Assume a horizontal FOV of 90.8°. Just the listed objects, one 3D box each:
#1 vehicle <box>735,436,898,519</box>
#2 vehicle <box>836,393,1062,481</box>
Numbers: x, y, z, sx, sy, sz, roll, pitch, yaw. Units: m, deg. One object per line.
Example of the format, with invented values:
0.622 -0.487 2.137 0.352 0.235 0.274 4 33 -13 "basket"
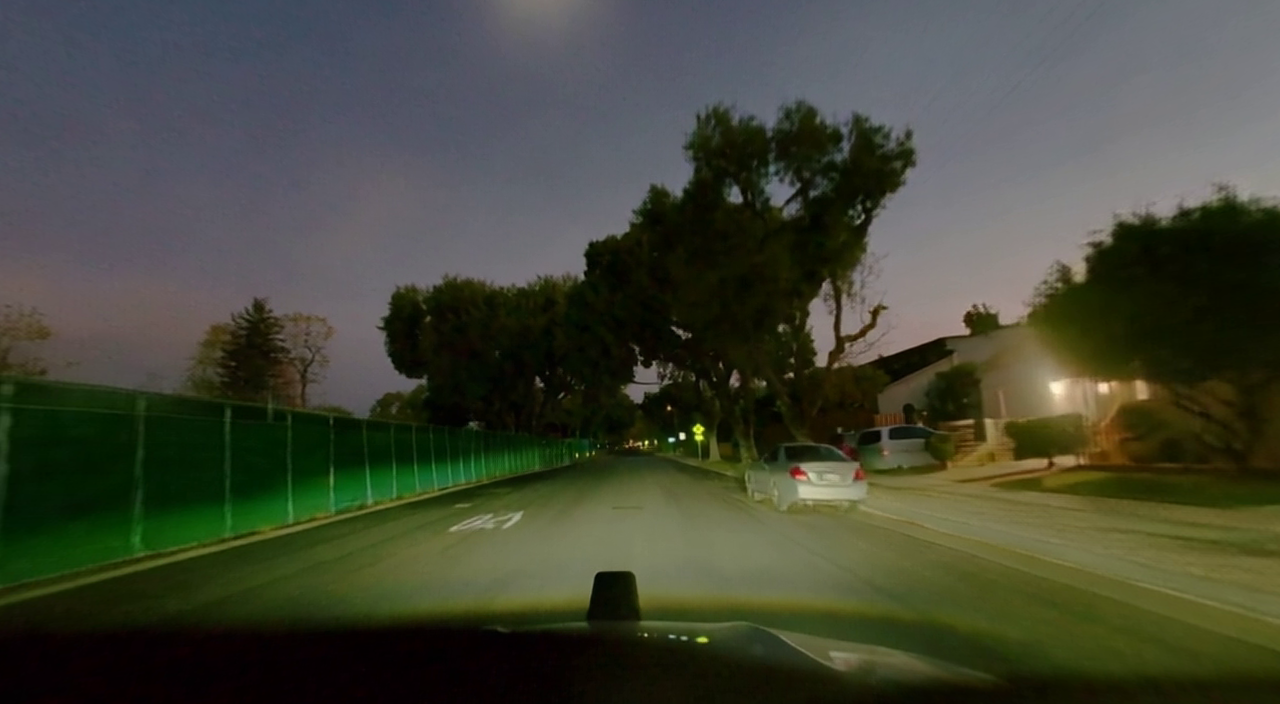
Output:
3.674 2.712 14.324 2.051 1.524 5.047 0 -8 -2 "vehicle"
9.749 2.761 20.367 5.935 1.911 2.236 -7 -10 -1 "vehicle"
